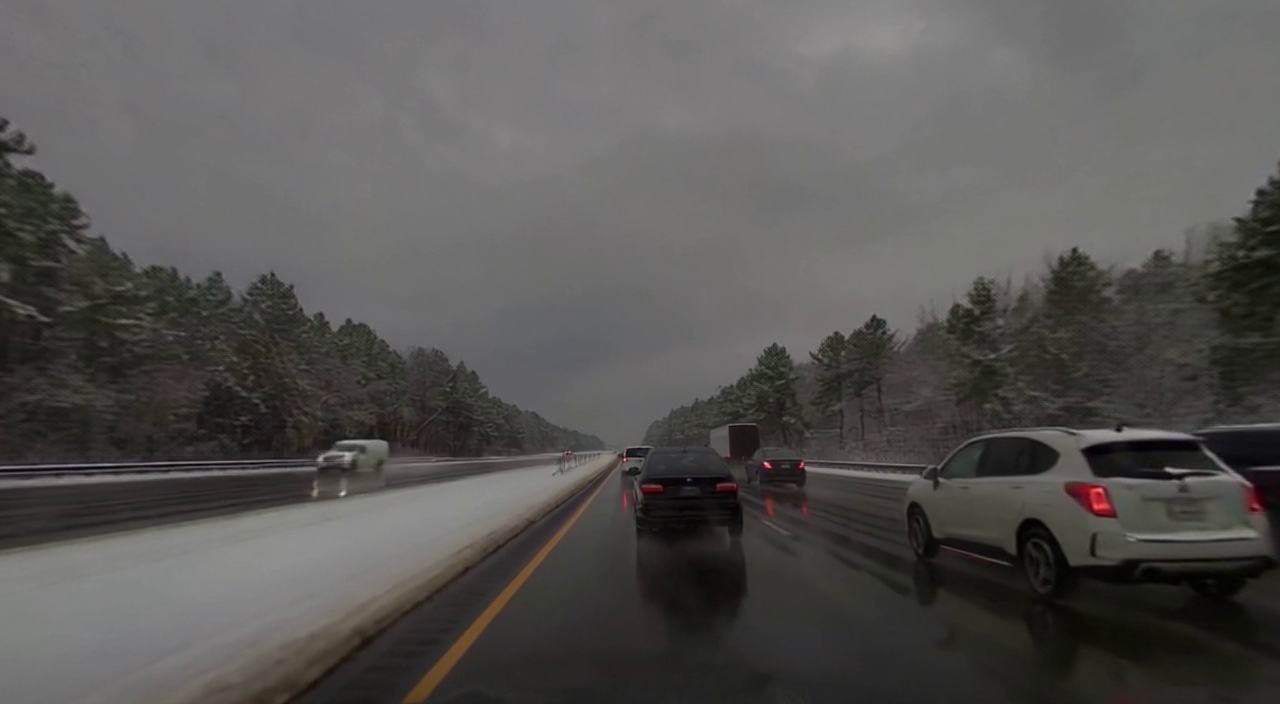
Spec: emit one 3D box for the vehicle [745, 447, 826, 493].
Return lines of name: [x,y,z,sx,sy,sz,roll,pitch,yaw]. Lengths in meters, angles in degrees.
vehicle: [5.223,4.276,23.221,1.908,1.500,4.157,0,-9,-2]

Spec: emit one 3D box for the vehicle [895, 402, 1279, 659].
vehicle: [4.625,1.522,6.487,1.998,1.657,4.604,0,-9,-1]

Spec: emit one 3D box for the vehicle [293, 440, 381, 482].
vehicle: [-12.163,4.385,25.548,1.744,1.527,3.666,0,-9,-1]

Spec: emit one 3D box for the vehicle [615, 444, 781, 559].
vehicle: [0.702,2.194,9.906,2.094,1.426,3.725,0,-9,-1]
